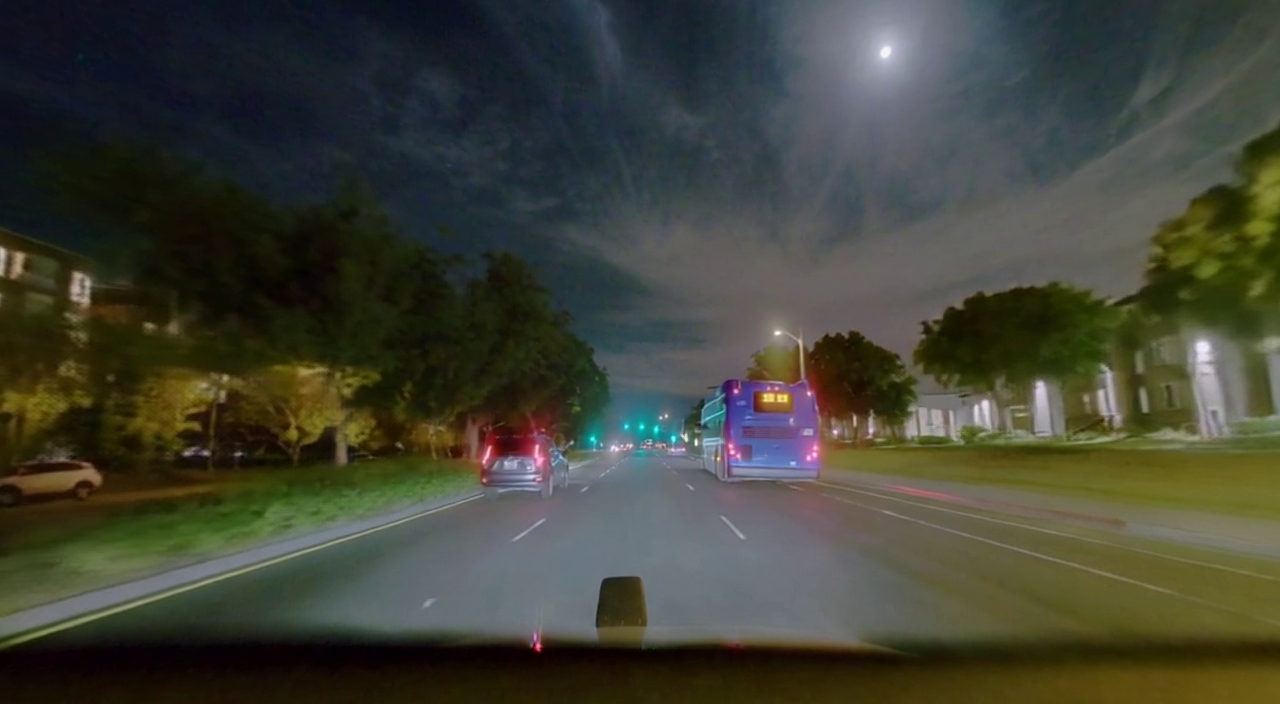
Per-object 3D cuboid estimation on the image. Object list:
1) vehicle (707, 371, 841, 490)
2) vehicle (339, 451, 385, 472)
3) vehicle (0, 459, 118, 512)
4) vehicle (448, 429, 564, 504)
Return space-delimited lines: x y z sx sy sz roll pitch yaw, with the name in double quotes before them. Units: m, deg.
"vehicle" 4.360 3.094 23.788 3.072 3.278 12.747 -1 -8 4
"vehicle" -22.009 8.700 49.869 1.781 1.553 3.896 0 -8 2
"vehicle" -22.292 4.831 23.176 2.018 1.648 4.631 0 -8 -1
"vehicle" -3.472 3.071 17.275 2.111 1.767 4.333 0 -8 2
